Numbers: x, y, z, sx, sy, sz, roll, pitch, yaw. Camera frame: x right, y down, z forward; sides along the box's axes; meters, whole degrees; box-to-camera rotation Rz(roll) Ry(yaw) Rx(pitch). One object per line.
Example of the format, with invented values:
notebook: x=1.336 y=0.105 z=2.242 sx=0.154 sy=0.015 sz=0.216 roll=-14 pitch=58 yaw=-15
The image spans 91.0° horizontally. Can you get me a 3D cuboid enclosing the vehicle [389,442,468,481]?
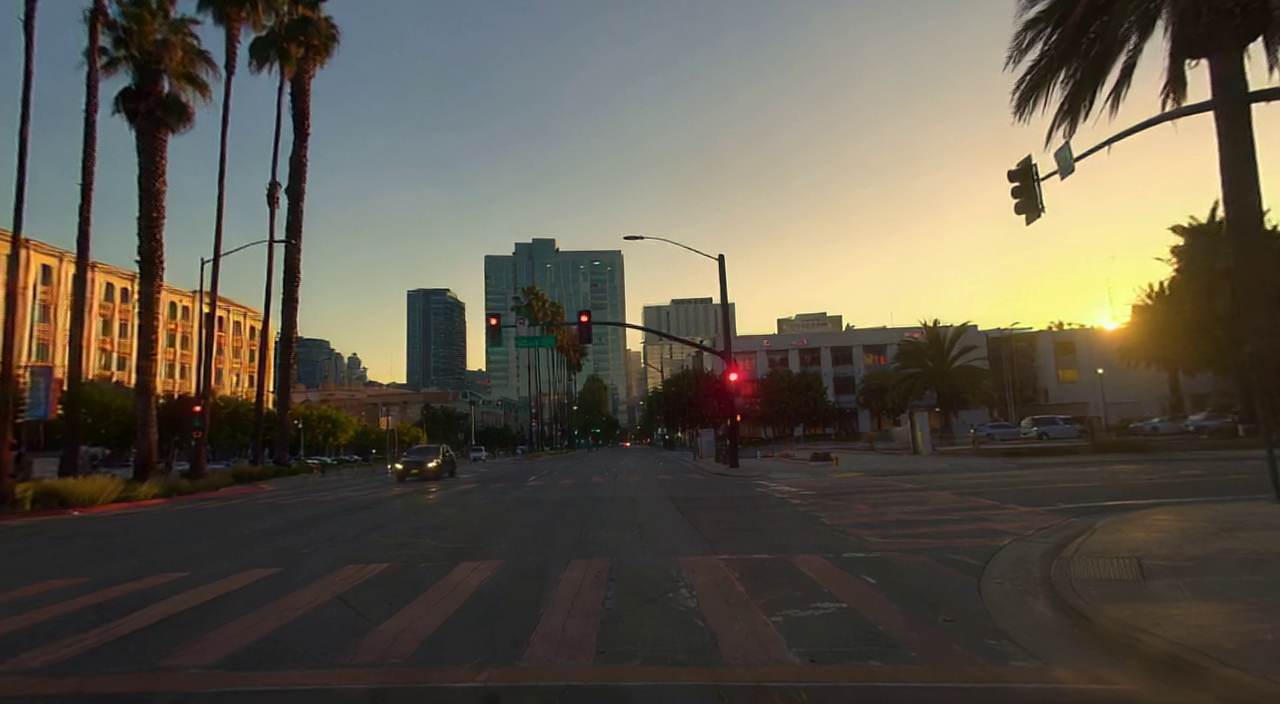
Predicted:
vehicle: x=-10.742 y=5.587 z=32.370 sx=2.270 sy=1.833 sz=4.860 roll=0 pitch=-9 yaw=1
